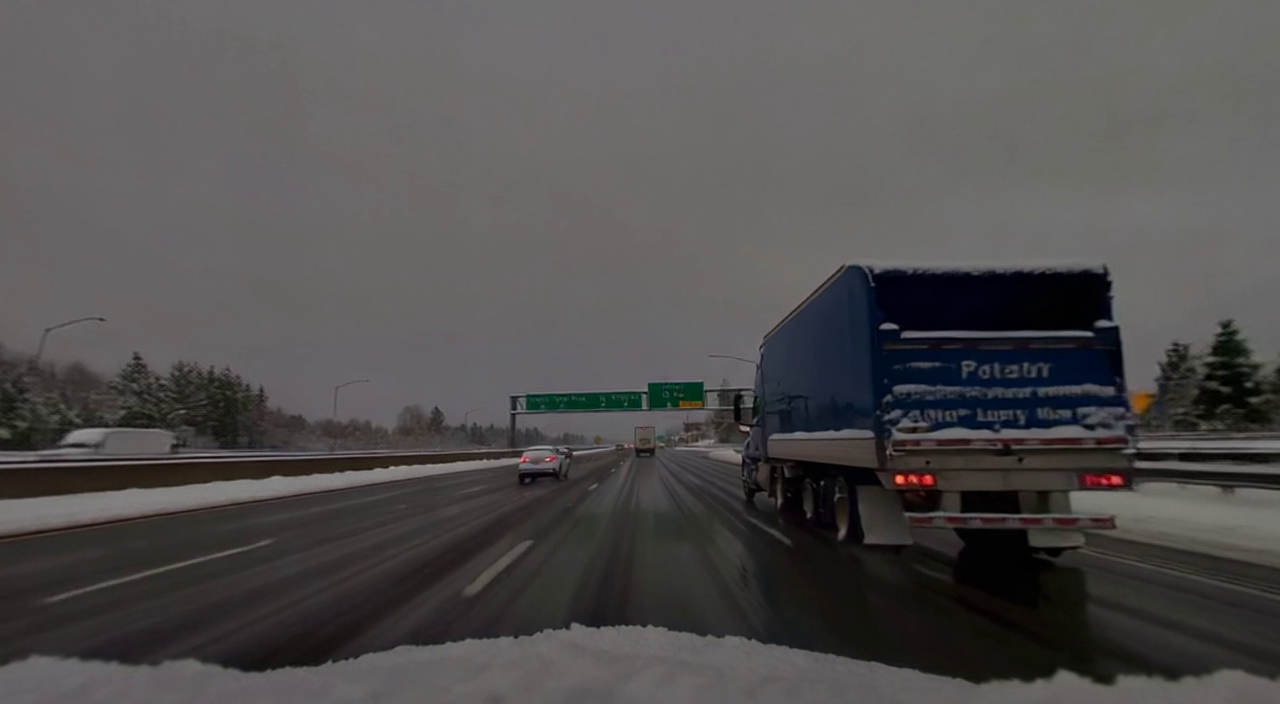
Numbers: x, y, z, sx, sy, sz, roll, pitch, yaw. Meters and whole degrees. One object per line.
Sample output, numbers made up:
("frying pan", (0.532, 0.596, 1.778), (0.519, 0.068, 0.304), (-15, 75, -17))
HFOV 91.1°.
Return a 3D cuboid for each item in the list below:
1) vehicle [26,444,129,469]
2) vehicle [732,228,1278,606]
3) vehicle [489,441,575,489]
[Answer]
("vehicle", (-43.907, 8.156, 49.268), (2.356, 1.806, 6.262), (0, -9, -1))
("vehicle", (3.960, 1.295, 10.906), (3.049, 3.395, 10.595), (0, -9, 0))
("vehicle", (-3.753, 4.029, 22.760), (2.143, 1.529, 4.918), (0, -9, 1))
